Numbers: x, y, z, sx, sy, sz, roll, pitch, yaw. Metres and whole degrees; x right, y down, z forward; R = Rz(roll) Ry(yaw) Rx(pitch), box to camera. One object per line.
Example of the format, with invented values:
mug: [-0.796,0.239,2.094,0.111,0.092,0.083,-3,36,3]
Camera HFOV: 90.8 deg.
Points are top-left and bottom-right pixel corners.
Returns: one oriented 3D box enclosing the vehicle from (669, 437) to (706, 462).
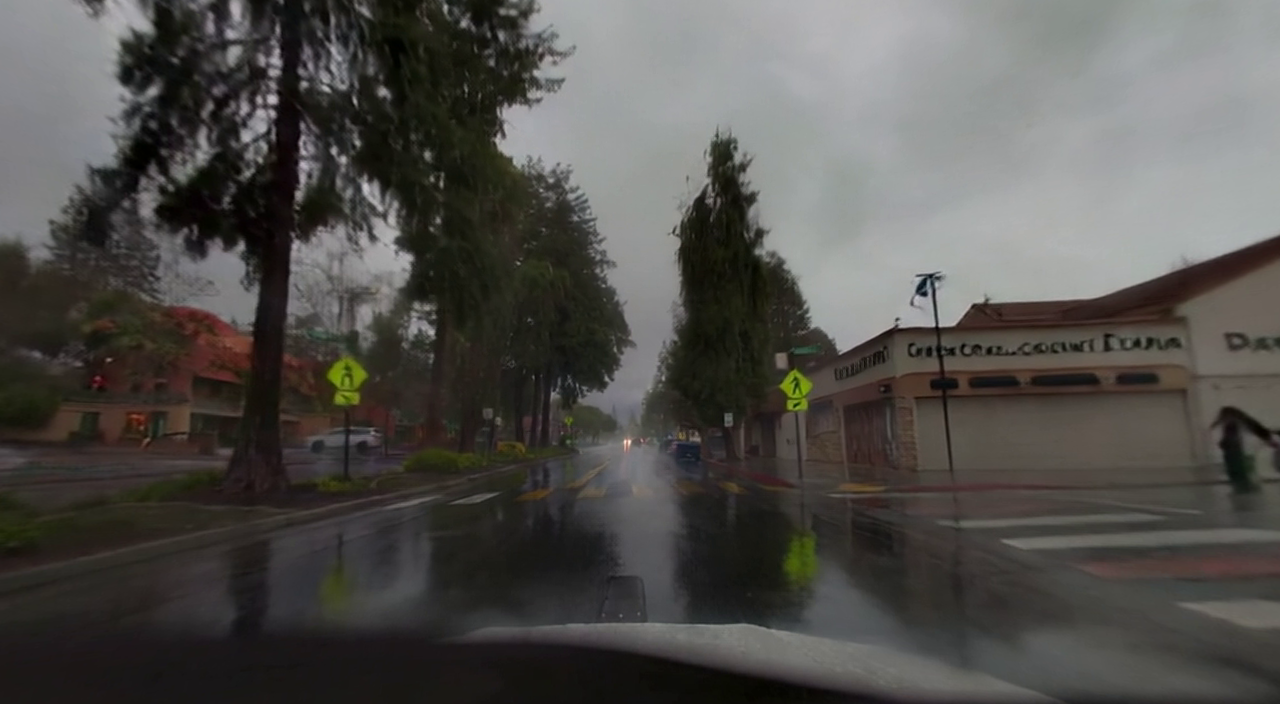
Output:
vehicle: [3.042,6.377,41.267,2.152,1.527,4.010,0,-9,0]
